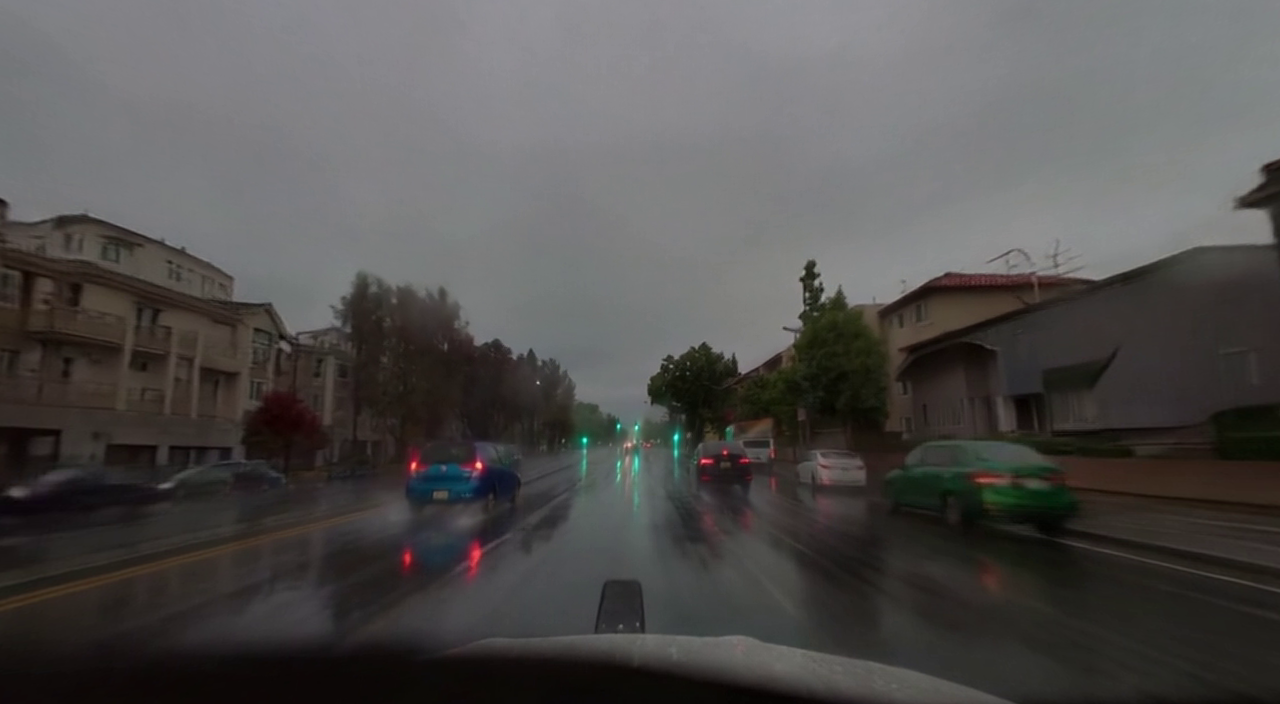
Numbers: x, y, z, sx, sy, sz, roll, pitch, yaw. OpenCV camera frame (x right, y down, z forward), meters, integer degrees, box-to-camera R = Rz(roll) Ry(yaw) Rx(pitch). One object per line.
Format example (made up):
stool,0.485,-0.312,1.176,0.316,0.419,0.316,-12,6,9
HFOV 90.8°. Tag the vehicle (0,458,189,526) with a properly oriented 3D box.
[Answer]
vehicle,-14.968,3.696,17.276,1.907,1.494,4.549,0,-8,0

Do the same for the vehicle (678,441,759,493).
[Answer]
vehicle,2.402,3.663,20.517,1.978,1.471,4.426,0,-8,-1

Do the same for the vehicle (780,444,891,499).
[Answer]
vehicle,5.819,3.593,19.456,1.905,1.471,4.596,0,-8,-1

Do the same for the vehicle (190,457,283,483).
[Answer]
vehicle,-24.177,7.060,37.935,4.398,1.486,1.837,-1,-8,3

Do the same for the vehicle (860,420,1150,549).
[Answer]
vehicle,6.035,2.240,11.522,2.085,1.782,5.258,0,-8,-1

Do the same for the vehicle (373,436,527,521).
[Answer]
vehicle,-3.823,2.599,13.568,2.062,1.527,4.044,0,-8,0
